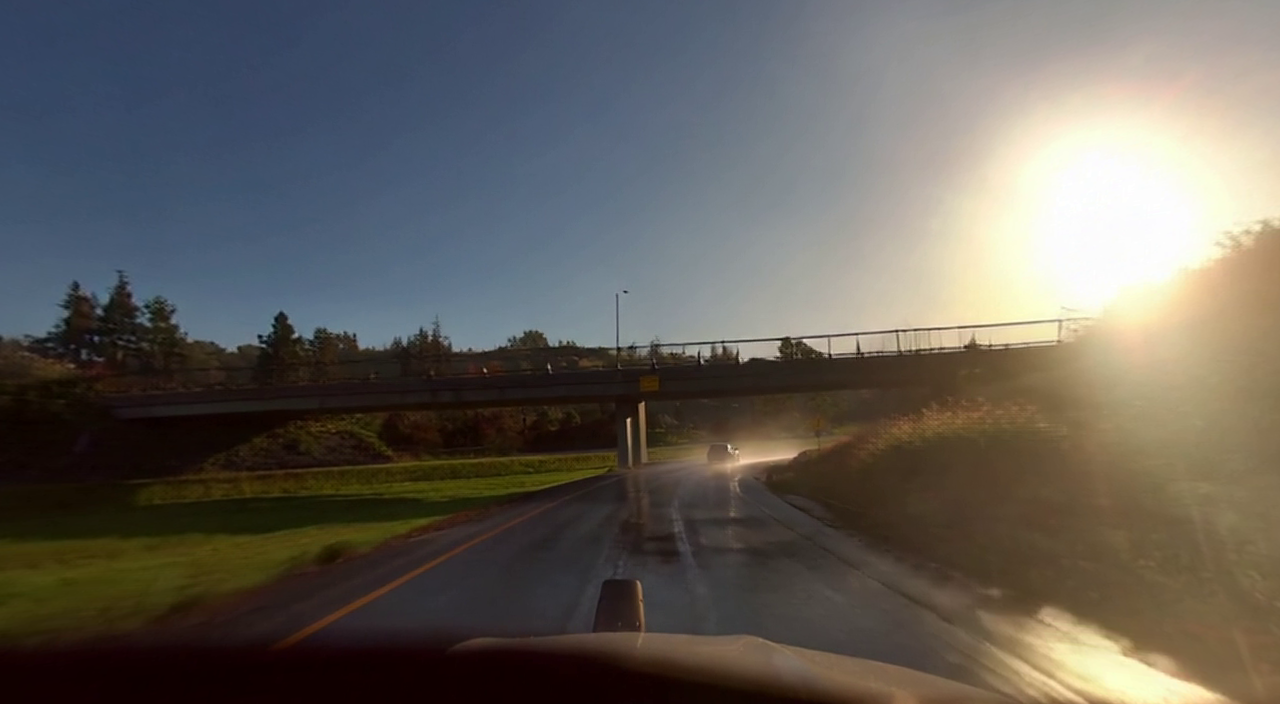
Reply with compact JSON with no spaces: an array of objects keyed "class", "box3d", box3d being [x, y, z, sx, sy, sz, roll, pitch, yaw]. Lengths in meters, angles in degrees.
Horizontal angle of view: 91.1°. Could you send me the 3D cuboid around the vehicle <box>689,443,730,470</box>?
[{"class":"vehicle","box3d":[4.053,6.007,36.230,1.980,1.449,3.650,-2,-9,11]}]
